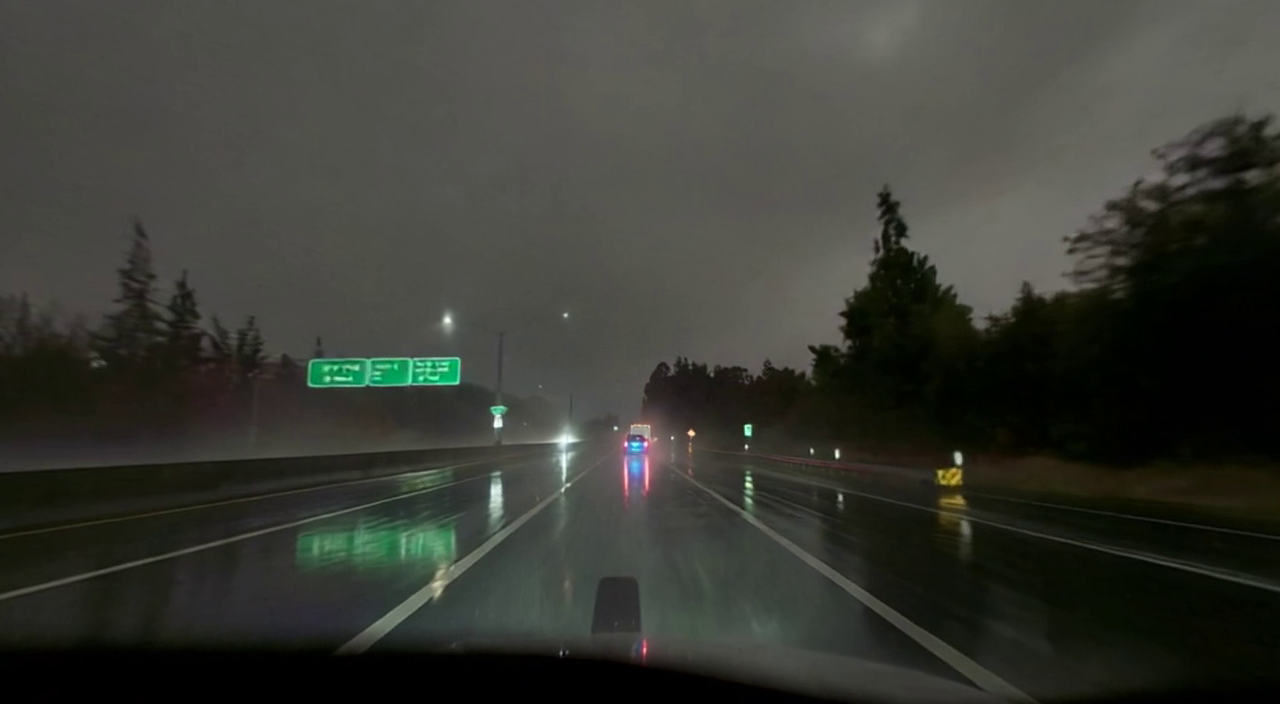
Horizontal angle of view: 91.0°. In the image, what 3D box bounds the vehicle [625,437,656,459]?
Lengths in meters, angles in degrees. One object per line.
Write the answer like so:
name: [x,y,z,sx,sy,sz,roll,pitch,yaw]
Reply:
vehicle: [-0.020,6.478,42.591,2.028,1.440,3.690,0,-8,-1]
